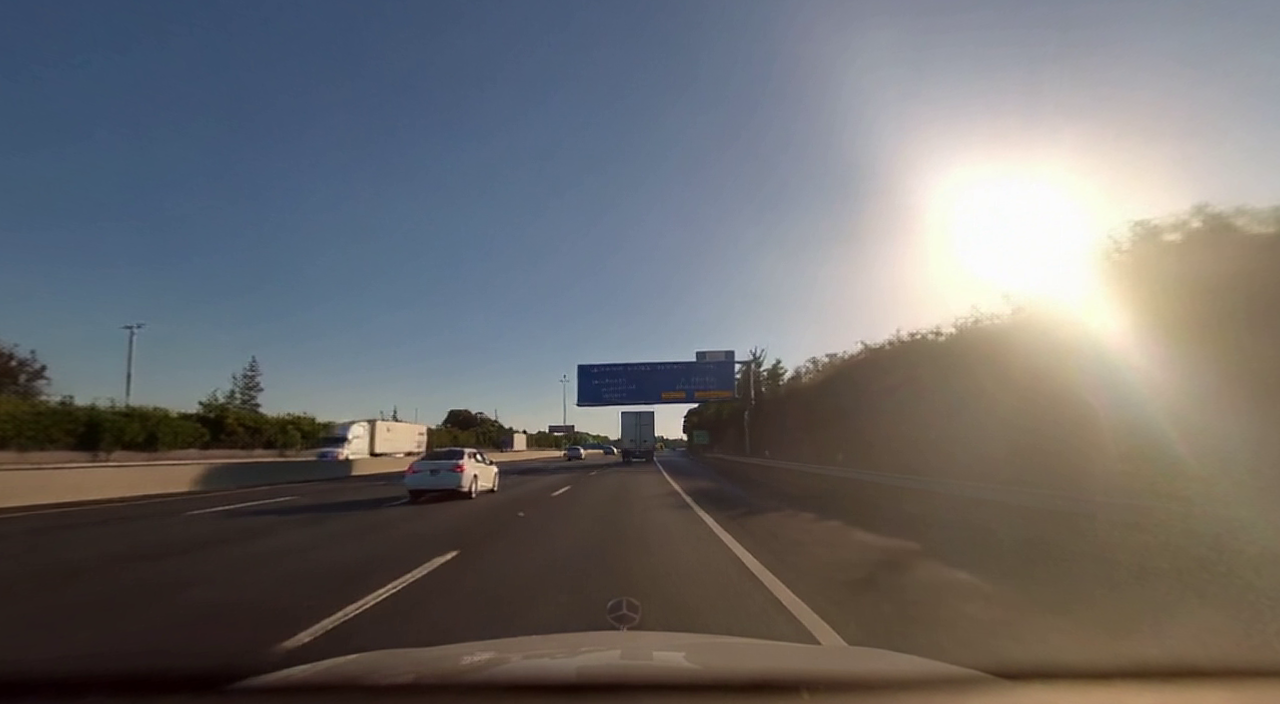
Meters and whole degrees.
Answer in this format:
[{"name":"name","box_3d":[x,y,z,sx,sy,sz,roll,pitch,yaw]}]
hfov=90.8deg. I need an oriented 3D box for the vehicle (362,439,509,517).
[{"name":"vehicle","box_3d":[-4.475,2.821,14.545,2.024,1.515,3.907,0,-9,1]}]
